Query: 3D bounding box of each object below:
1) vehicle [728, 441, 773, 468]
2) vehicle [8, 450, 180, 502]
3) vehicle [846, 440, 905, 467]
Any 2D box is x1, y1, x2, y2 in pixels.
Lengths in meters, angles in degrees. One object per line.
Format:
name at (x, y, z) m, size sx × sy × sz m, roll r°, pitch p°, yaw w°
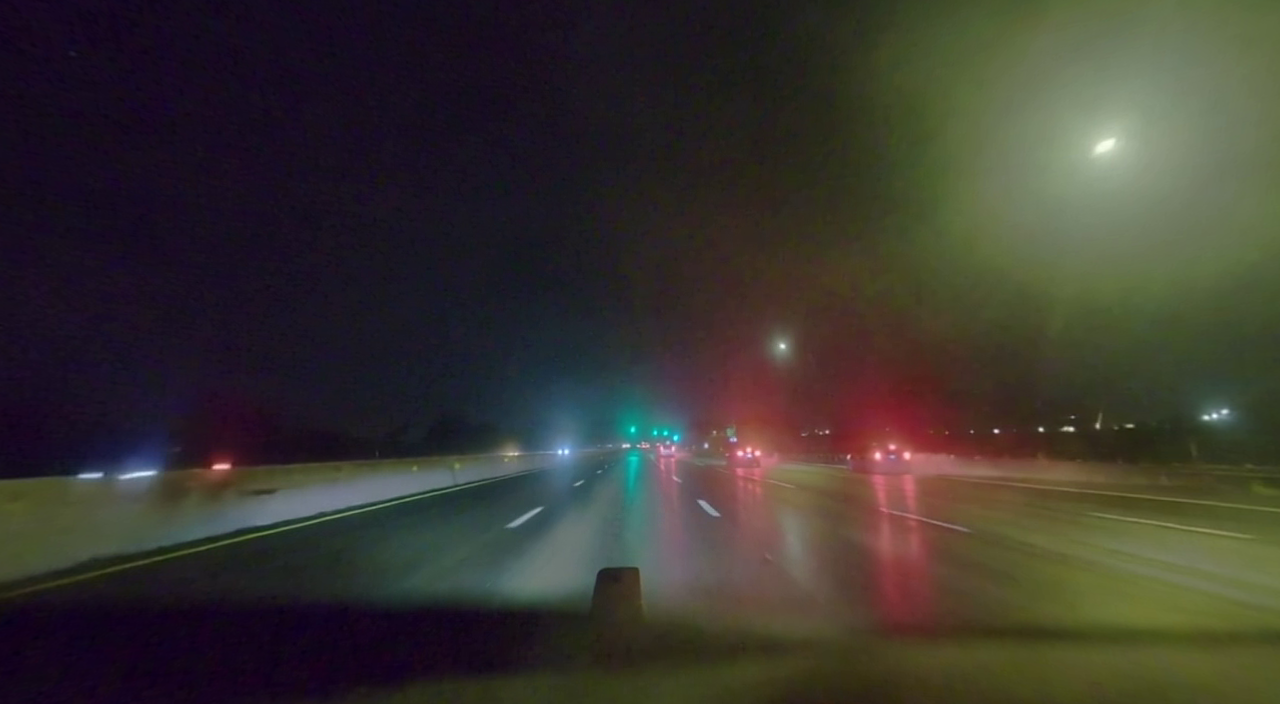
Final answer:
vehicle at (6.814, 6.378, 39.464) m, size 2.038 × 1.528 × 3.910 m, roll 0°, pitch -9°, yaw -1°
vehicle at (-14.363, 3.242, 16.872) m, size 1.639 × 1.164 × 3.285 m, roll 0°, pitch -8°, yaw 0°
vehicle at (14.755, 6.355, 39.817) m, size 2.025 × 1.595 × 4.268 m, roll 0°, pitch -9°, yaw -1°
